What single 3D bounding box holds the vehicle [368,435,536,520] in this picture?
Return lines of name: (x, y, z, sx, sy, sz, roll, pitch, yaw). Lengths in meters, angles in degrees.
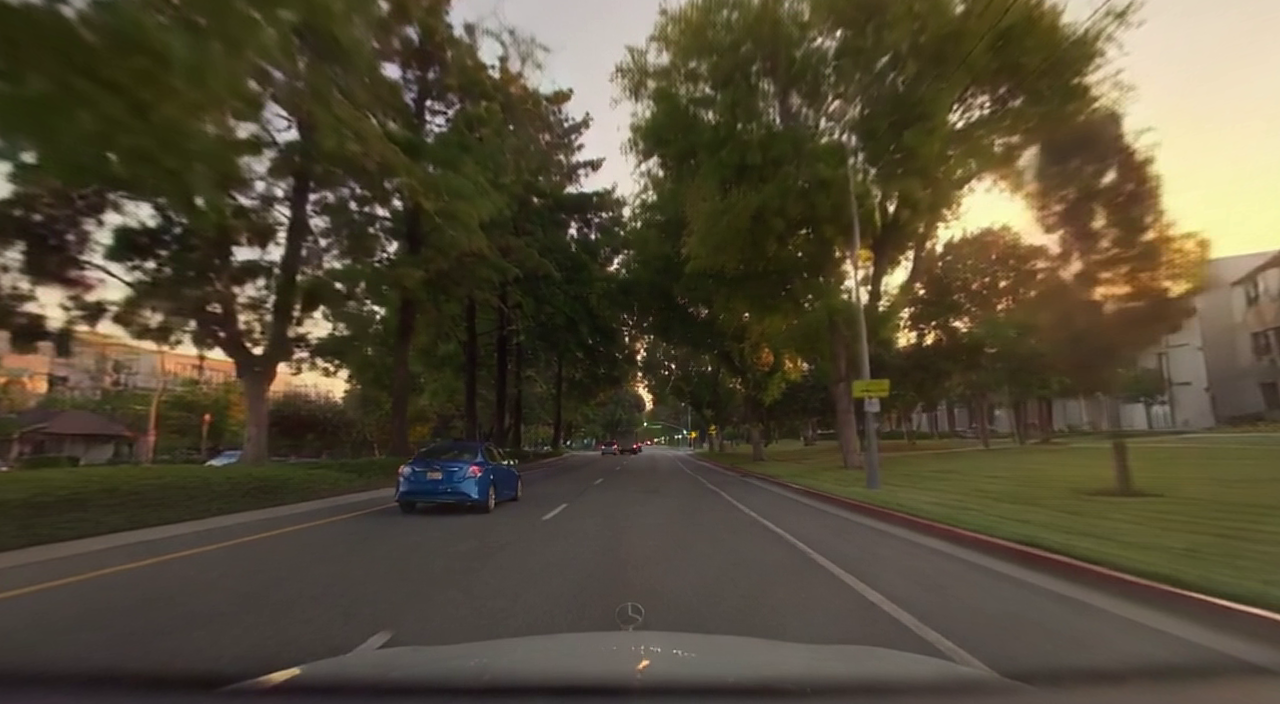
vehicle: (-3.634, 2.516, 13.205, 2.033, 1.454, 4.512, 0, -8, 1)
